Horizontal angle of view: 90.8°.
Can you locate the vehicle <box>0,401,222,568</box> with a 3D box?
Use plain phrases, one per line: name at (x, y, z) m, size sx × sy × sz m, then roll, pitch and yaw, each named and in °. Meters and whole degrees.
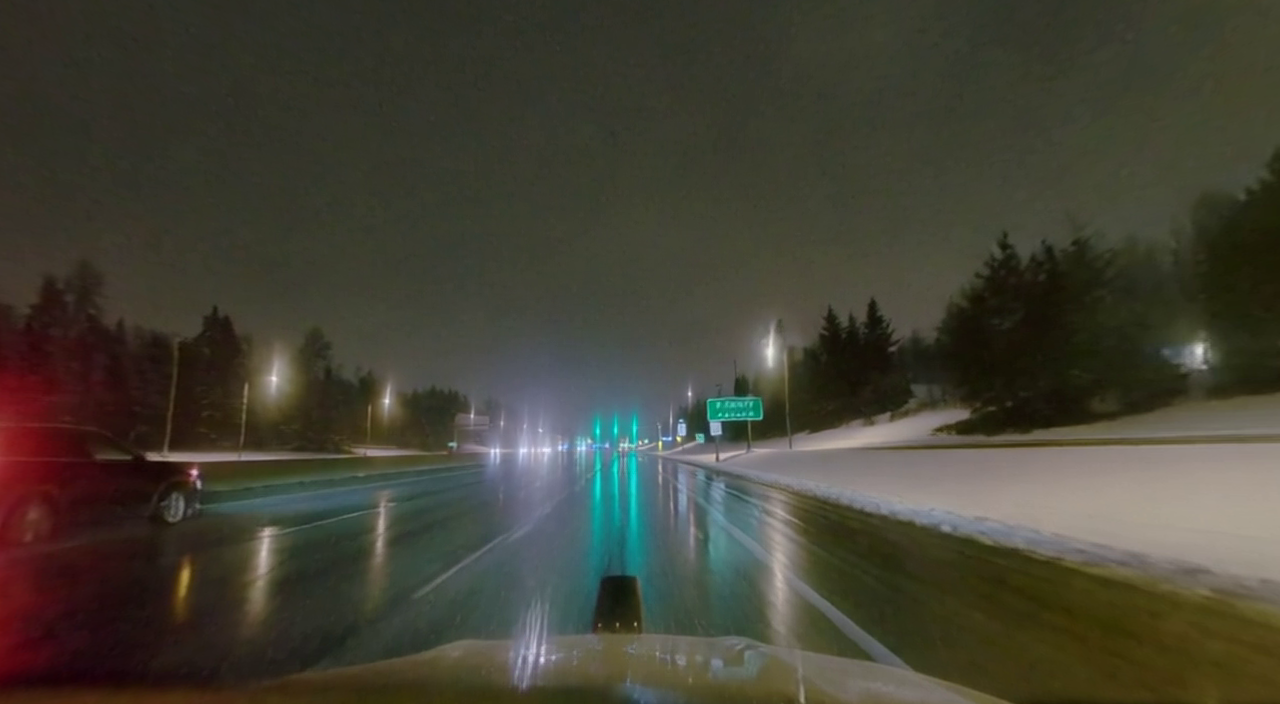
vehicle at (-8.091, 1.614, 8.049) m, size 2.231 × 1.807 × 4.758 m, roll 0°, pitch -8°, yaw 0°
